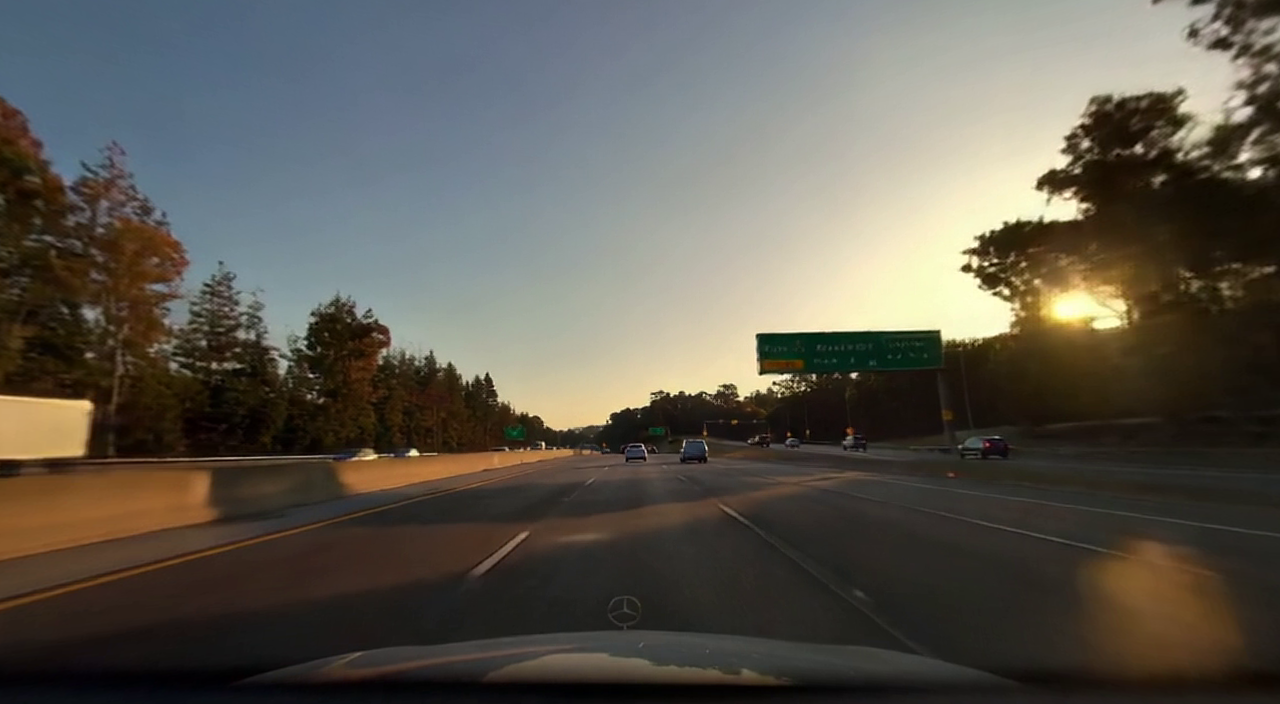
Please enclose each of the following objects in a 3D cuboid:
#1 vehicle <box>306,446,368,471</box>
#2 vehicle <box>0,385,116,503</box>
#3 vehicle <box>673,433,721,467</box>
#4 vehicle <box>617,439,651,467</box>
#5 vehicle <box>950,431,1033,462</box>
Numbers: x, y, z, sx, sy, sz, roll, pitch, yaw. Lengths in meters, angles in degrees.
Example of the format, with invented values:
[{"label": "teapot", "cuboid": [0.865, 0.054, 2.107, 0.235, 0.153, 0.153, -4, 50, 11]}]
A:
[{"label": "vehicle", "cuboid": [-19.148, 6.718, 40.075, 1.835, 1.508, 4.220, 0, -8, 0]}, {"label": "vehicle", "cuboid": [-18.923, 2.282, 15.573, 2.742, 3.208, 10.824, 0, -8, 0]}, {"label": "vehicle", "cuboid": [3.686, 6.453, 41.690, 2.505, 2.020, 5.532, 0, -8, -1]}, {"label": "vehicle", "cuboid": [-0.374, 6.586, 41.297, 2.105, 1.711, 4.293, 0, -8, 0]}, {"label": "vehicle", "cuboid": [18.002, 4.861, 32.540, 1.872, 1.459, 4.502, -1, -8, 3]}]
